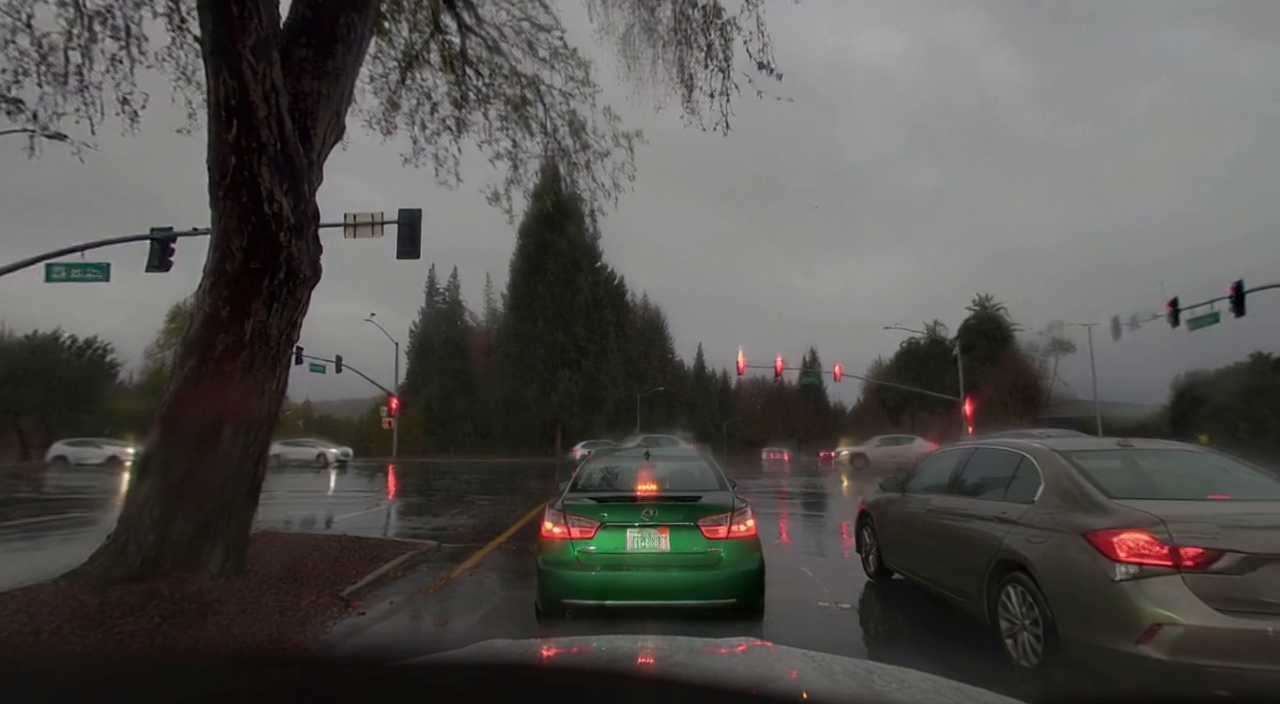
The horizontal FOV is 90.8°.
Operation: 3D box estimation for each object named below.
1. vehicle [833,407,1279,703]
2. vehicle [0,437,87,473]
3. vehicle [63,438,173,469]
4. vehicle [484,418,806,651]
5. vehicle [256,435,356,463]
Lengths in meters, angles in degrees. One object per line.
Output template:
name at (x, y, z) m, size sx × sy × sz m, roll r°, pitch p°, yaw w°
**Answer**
vehicle at (3.097, 1.300, 4.854) m, size 1.861 × 1.479 × 4.371 m, roll 0°, pitch -9°, yaw 0°
vehicle at (-29.955, 5.000, 30.729) m, size 4.517 × 1.637 × 1.935 m, roll -1°, pitch -9°, yaw 7°
vehicle at (-28.035, 5.443, 33.993) m, size 4.416 × 1.597 × 1.887 m, roll -1°, pitch -9°, yaw 6°
vehicle at (0.028, 1.467, 6.146) m, size 2.026 × 1.458 × 4.175 m, roll 0°, pitch -9°, yaw 0°
vehicle at (-19.511, 5.691, 37.077) m, size 4.754 × 1.583 × 1.954 m, roll 0°, pitch -9°, yaw -2°
